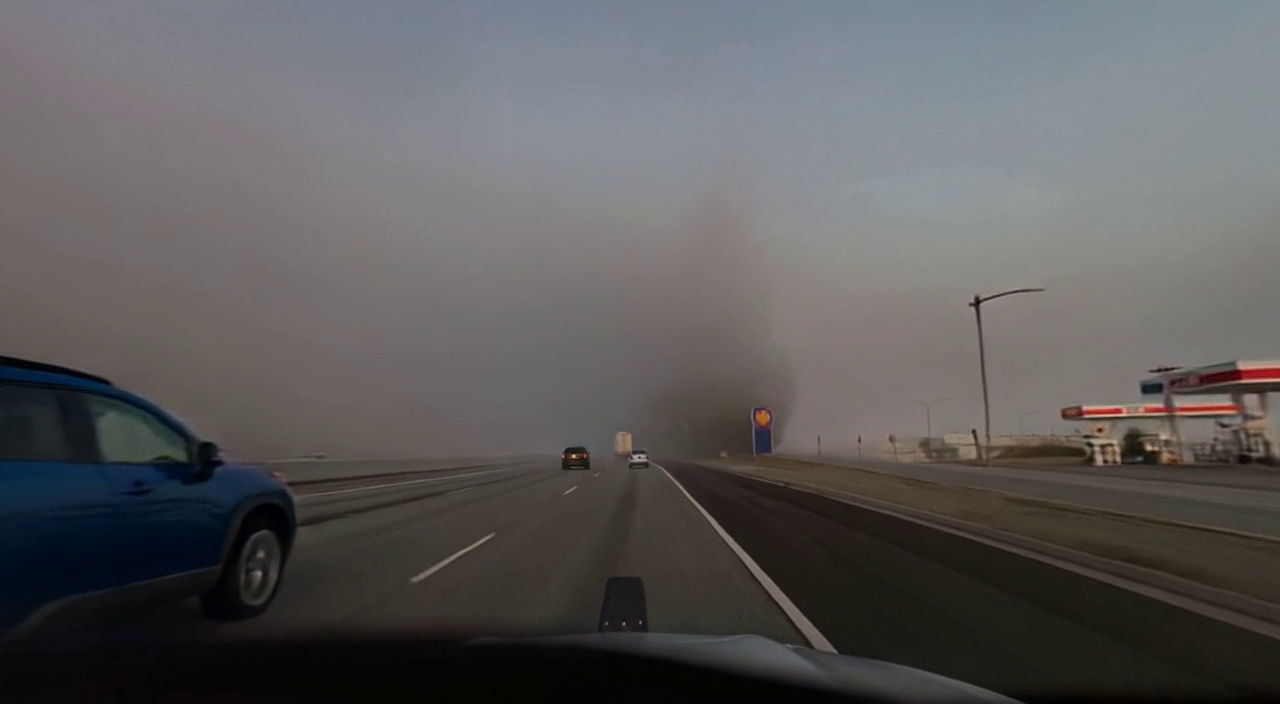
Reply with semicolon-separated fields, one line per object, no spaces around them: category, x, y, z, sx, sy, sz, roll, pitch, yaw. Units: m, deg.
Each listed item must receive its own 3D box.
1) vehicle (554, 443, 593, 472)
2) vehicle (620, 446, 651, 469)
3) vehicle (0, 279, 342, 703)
vehicle;-4.667;7.501;45.051;2.273;1.884;4.515;0;-8;0
vehicle;-0.361;7.401;44.412;1.982;1.524;3.800;0;-8;-2
vehicle;-4.139;0.706;2.580;2.694;2.081;6.099;0;-8;2
